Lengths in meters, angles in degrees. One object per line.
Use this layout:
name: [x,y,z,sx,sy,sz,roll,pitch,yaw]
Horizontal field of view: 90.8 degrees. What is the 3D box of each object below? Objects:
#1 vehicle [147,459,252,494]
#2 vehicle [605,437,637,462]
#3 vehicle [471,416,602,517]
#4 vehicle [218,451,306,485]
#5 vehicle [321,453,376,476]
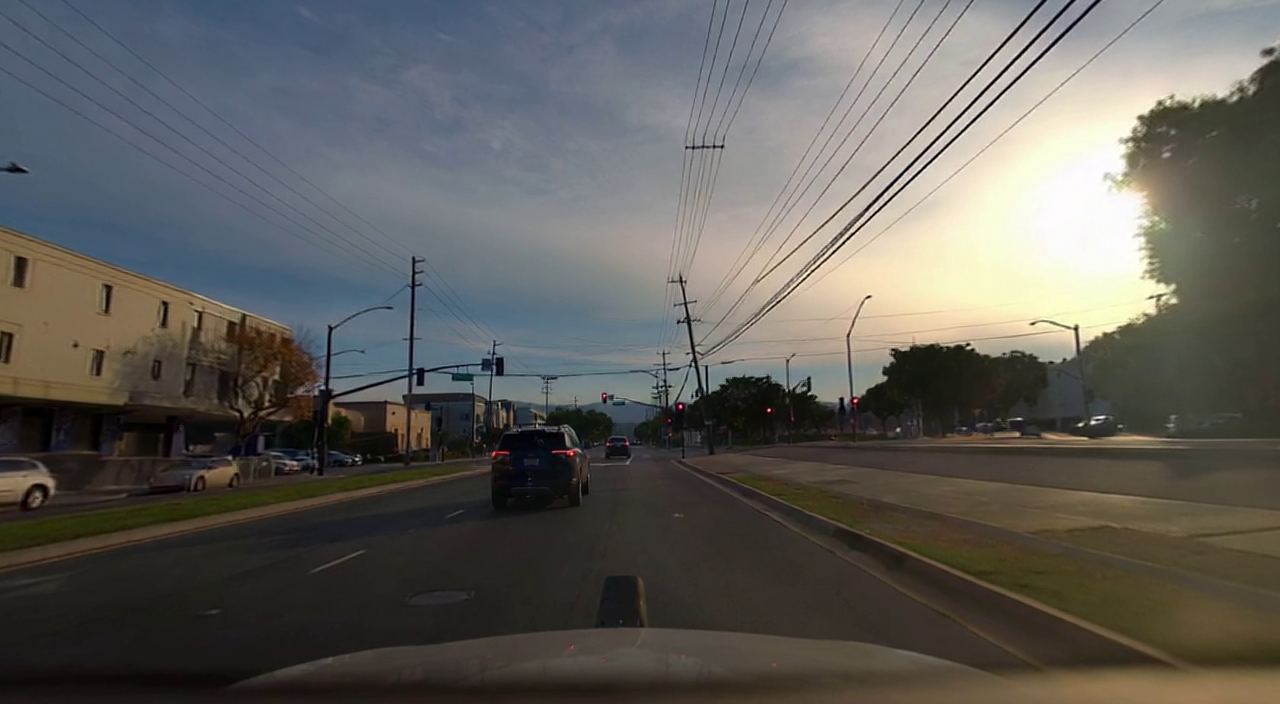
vehicle: [-20.457,5.759,29.596,1.790,1.415,4.450,0,-9,-2]
vehicle: [-1.282,6.828,44.330,2.144,1.681,3.855,0,-9,-1]
vehicle: [-1.948,2.323,13.224,2.022,1.757,4.041,0,-9,0]
vehicle: [-20.420,6.266,34.391,1.989,1.689,4.388,0,-9,1]
vehicle: [-20.505,7.902,44.634,1.826,1.430,4.426,0,-9,-1]
